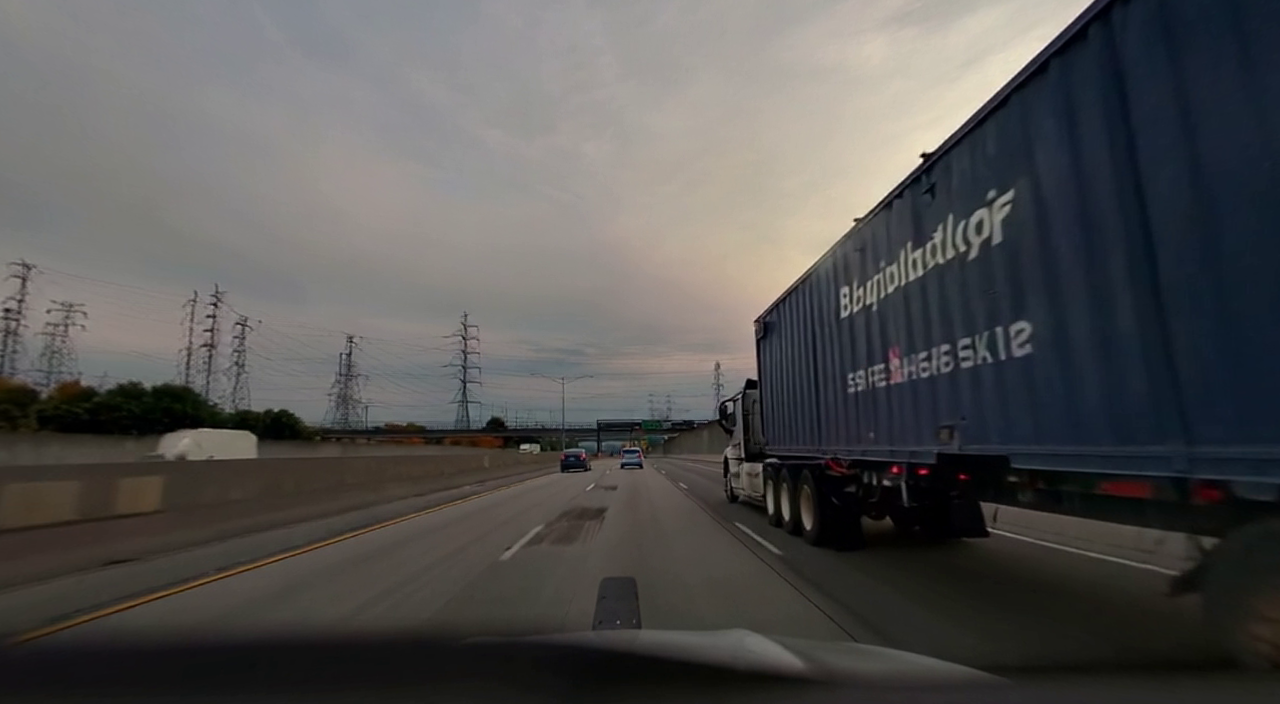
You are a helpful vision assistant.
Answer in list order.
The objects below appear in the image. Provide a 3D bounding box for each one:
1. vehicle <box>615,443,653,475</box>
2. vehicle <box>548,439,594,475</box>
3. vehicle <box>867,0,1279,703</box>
[{"bbox_3d":[-0.354,5.944,35.010,2.004,1.615,4.113,0,-9,0],"label":"vehicle"},{"bbox_3d":[-3.910,6.060,36.360,2.077,1.884,4.961,0,-9,0],"label":"vehicle"},{"bbox_3d":[3.942,-0.290,2.485,2.859,3.917,8.481,-1,-9,0],"label":"vehicle"}]
